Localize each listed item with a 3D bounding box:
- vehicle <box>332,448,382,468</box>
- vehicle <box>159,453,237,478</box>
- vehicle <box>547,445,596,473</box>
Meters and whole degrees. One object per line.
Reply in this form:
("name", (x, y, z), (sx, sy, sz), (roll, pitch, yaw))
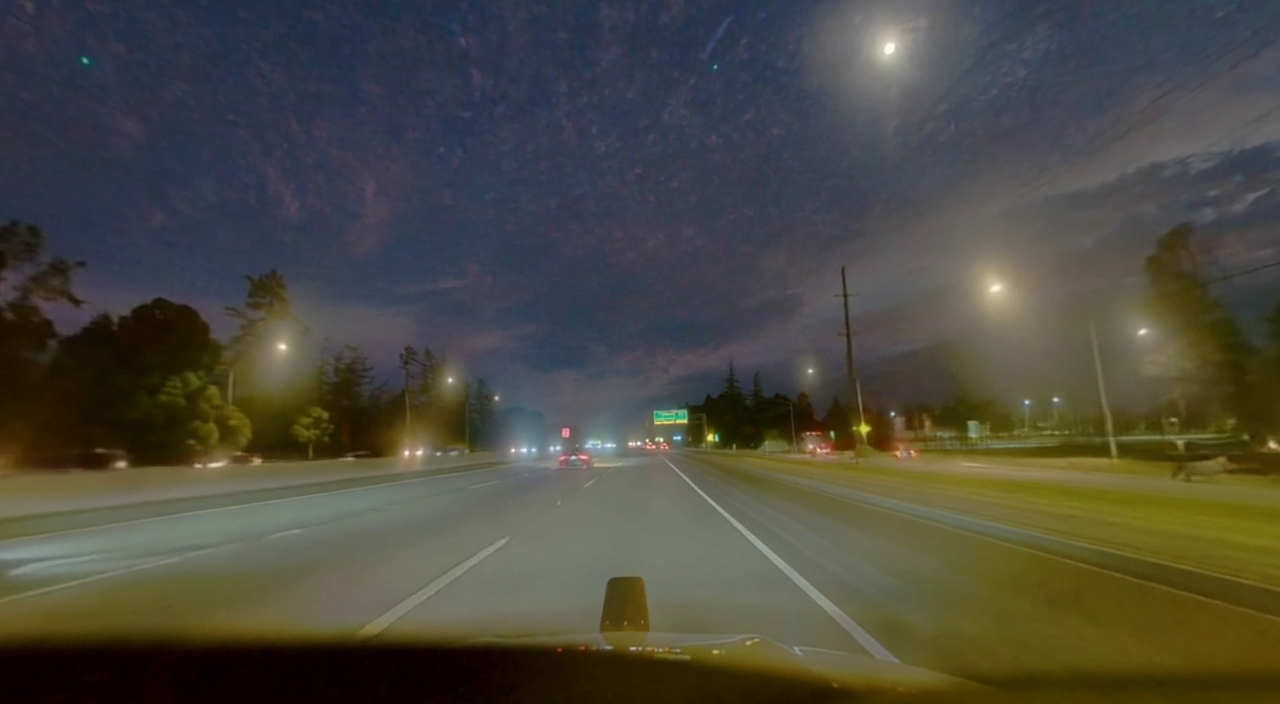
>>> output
("vehicle", (-21.734, 8.145, 48.567), (1.784, 1.482, 4.400), (0, -9, 1))
("vehicle", (-29.169, 7.458, 41.760), (1.981, 1.497, 4.379), (0, -9, 1))
("vehicle", (-3.566, 5.683, 33.611), (2.048, 1.368, 4.613), (0, -9, 1))
